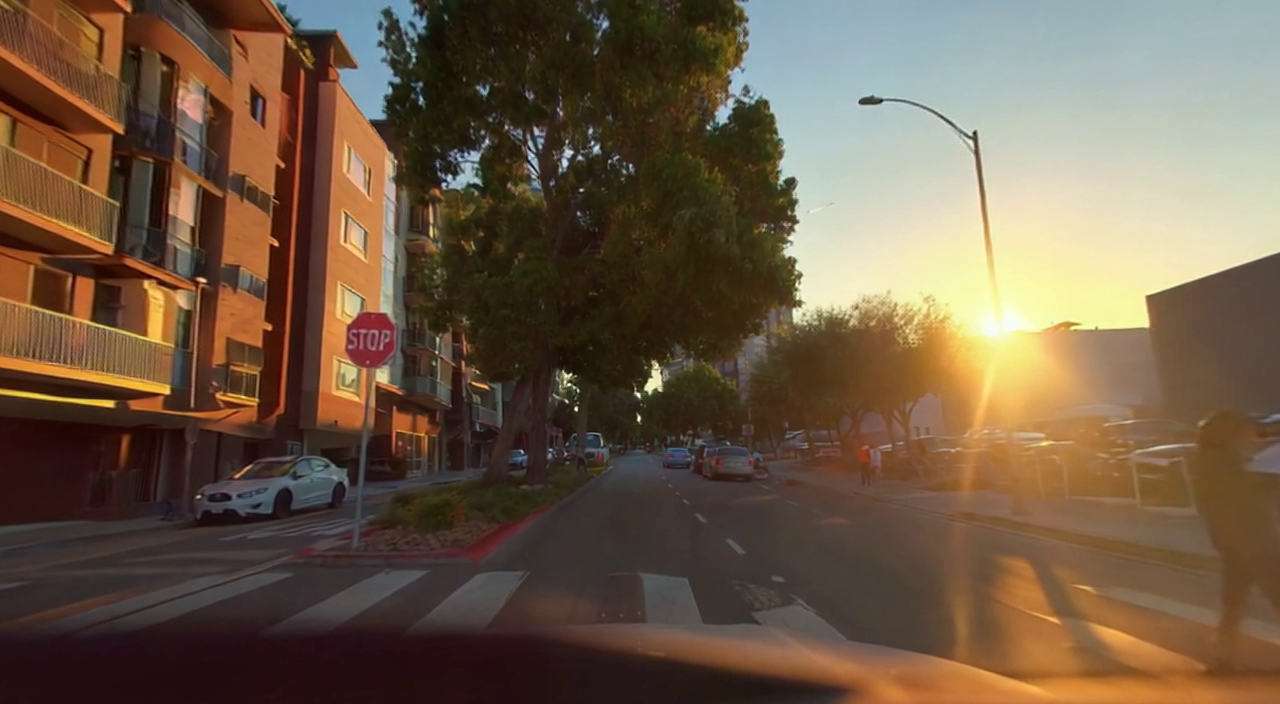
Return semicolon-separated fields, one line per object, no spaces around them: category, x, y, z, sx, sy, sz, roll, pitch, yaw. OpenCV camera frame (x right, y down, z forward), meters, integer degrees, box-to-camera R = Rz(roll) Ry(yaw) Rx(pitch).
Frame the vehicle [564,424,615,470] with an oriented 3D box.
vehicle;-3.008;5.892;39.264;2.317;2.596;6.053;0;-8;3

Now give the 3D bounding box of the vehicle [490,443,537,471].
vehicle;-8.871;7.392;44.685;2.256;1.802;4.333;0;-8;1

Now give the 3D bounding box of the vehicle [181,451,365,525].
vehicle;-8.797;3.244;15.695;2.007;1.503;4.343;0;-8;-1

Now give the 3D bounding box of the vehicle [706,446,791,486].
vehicle;4.573;4.648;26.126;1.858;1.491;4.329;-5;-10;33
